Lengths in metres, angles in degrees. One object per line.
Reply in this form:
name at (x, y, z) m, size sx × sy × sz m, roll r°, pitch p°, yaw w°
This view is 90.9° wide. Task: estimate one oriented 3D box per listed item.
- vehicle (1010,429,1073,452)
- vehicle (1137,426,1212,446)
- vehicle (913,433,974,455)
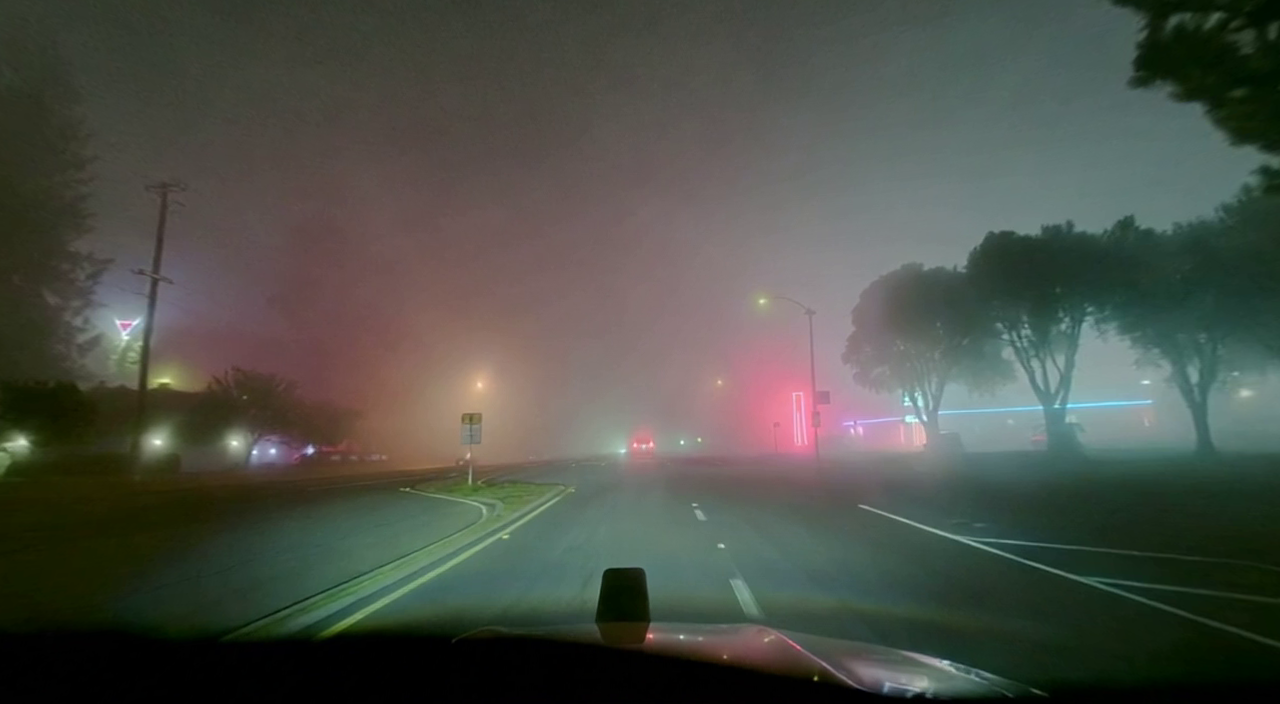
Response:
vehicle at (29.937, 6.627, 47.114) m, size 1.854 × 1.604 × 4.333 m, roll 0°, pitch -8°, yaw 0°
vehicle at (42.149, 6.671, 49.821) m, size 1.921 × 1.510 × 4.683 m, roll 0°, pitch -8°, yaw 2°
vehicle at (22.474, 6.844, 46.920) m, size 2.009 × 1.533 × 5.047 m, roll 0°, pitch -8°, yaw 0°
